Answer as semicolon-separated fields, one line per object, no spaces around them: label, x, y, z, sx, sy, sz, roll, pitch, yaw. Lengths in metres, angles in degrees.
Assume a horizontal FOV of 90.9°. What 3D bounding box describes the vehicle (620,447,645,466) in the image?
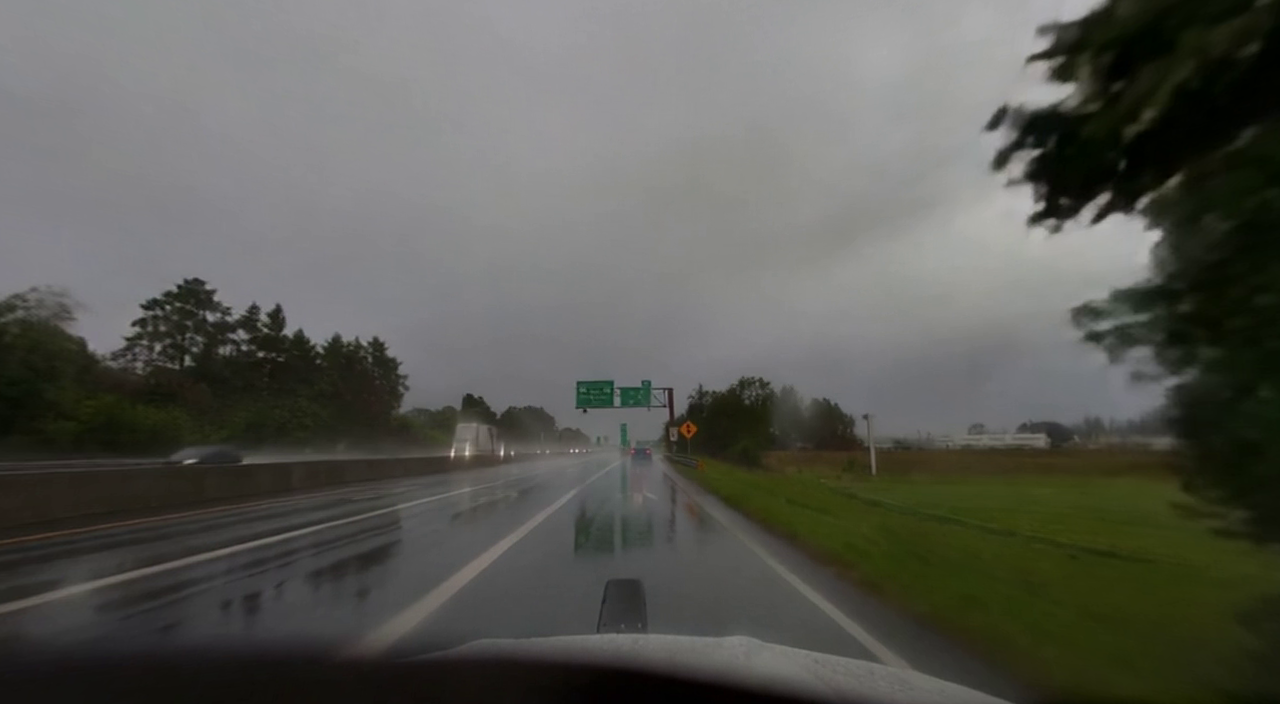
vehicle;-0.591;8.044;48.564;1.807;1.427;3.645;0;-9;-1
